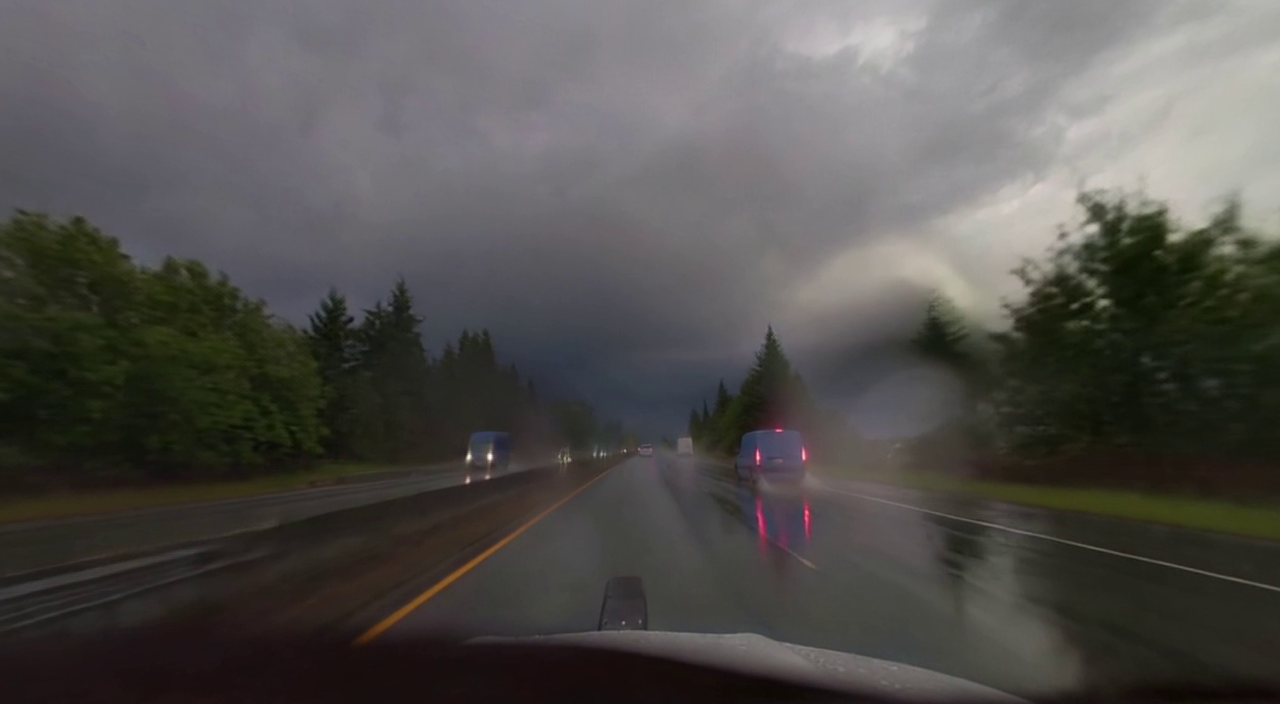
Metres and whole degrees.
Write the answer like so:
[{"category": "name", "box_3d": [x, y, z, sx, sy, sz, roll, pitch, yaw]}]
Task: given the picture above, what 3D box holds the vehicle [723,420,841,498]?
[{"category": "vehicle", "box_3d": [4.125, 3.234, 19.306, 2.371, 2.045, 4.768, 0, -9, -1]}]
